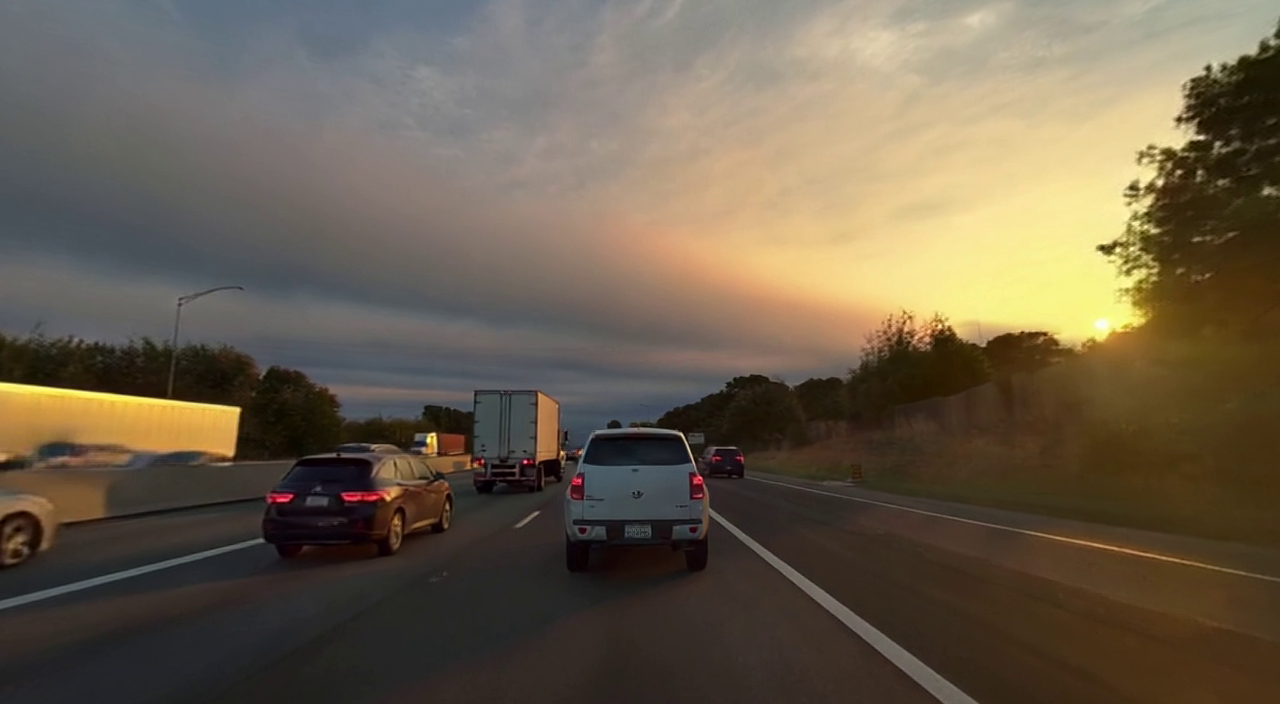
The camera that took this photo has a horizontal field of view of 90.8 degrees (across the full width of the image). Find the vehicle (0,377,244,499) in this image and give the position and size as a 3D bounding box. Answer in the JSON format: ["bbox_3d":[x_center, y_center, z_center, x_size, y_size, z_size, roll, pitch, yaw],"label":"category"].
[{"bbox_3d":[-22.831,3.744,26.589,3.074,4.034,14.138,0,-9,0],"label":"vehicle"}]

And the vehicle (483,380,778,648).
[{"bbox_3d":[-0.091,1.359,6.068,1.995,1.798,3.380,0,-9,-1],"label":"vehicle"}]

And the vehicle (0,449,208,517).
[{"bbox_3d":[-15.415,3.705,18.490,2.037,1.692,4.846,-1,-9,0],"label":"vehicle"}]

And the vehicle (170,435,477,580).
[{"bbox_3d":[-3.922,1.984,8.914,1.986,1.501,4.407,-1,-9,1],"label":"vehicle"}]
